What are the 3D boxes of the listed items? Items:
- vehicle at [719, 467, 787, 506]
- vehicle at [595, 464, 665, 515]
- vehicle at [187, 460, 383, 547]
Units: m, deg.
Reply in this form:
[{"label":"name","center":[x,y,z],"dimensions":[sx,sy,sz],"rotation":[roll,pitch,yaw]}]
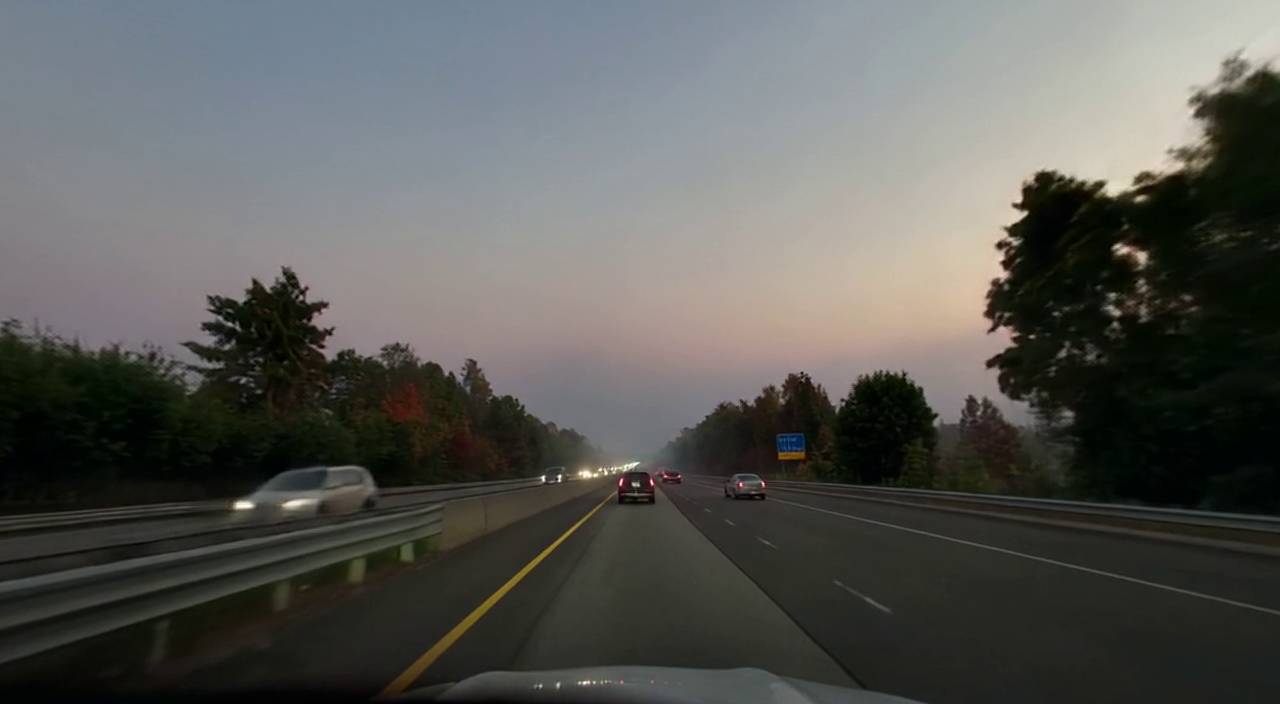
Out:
[{"label":"vehicle","center":[4.613,5.560,26.334],"dimensions":[1.974,1.476,4.119],"rotation":[1,-10,-1]},{"label":"vehicle","center":[-0.292,4.409,20.547],"dimensions":[2.060,1.473,3.726],"rotation":[1,-10,0]},{"label":"vehicle","center":[-7.463,3.202,13.812],"dimensions":[1.911,1.585,3.952],"rotation":[1,-10,0]}]
